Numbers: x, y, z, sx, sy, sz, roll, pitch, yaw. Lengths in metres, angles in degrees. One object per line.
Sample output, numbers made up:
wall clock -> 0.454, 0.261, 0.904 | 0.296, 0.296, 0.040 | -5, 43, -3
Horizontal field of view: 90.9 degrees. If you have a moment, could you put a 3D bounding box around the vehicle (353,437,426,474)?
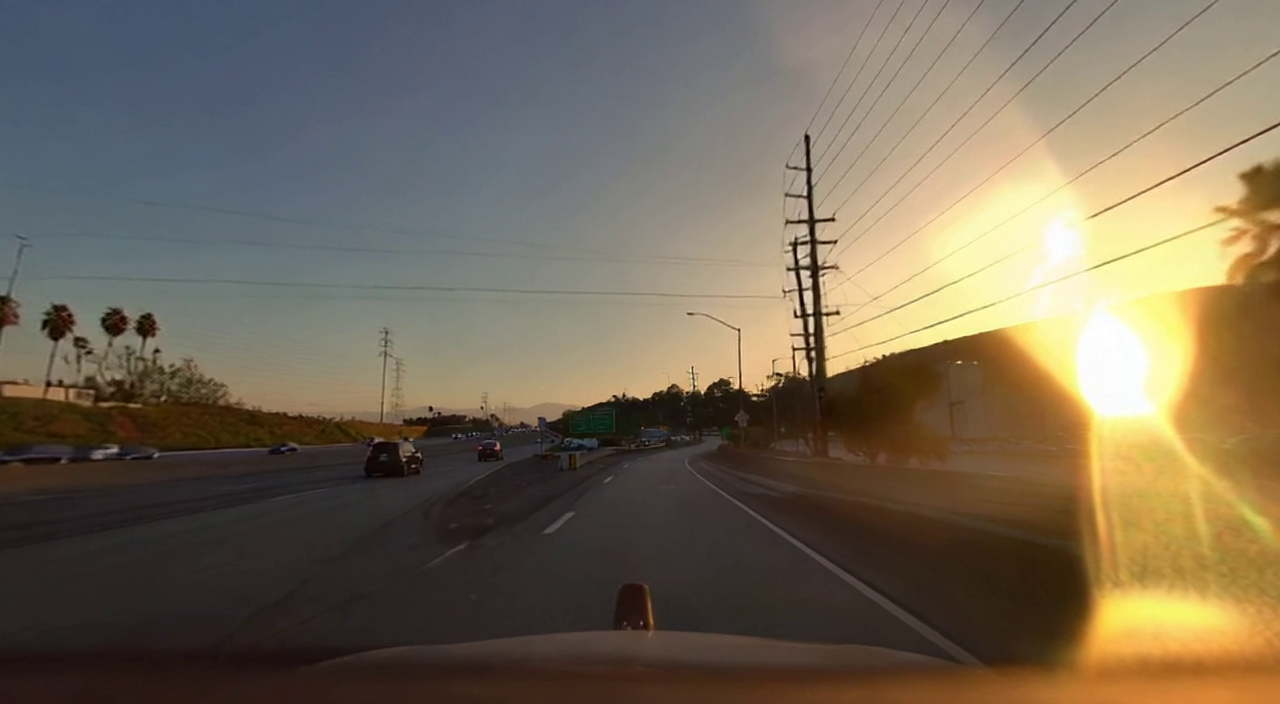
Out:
vehicle -> -11.610, 4.805, 29.536 | 2.029, 1.609, 3.935 | 0, -8, -4

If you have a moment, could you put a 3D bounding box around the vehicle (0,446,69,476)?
vehicle -> -32.584, 5.620, 32.822 | 1.833, 1.471, 4.265 | 0, -8, -4

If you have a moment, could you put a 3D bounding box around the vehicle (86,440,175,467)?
vehicle -> -37.916, 7.561, 47.185 | 2.165, 1.848, 5.741 | 0, -8, -4
